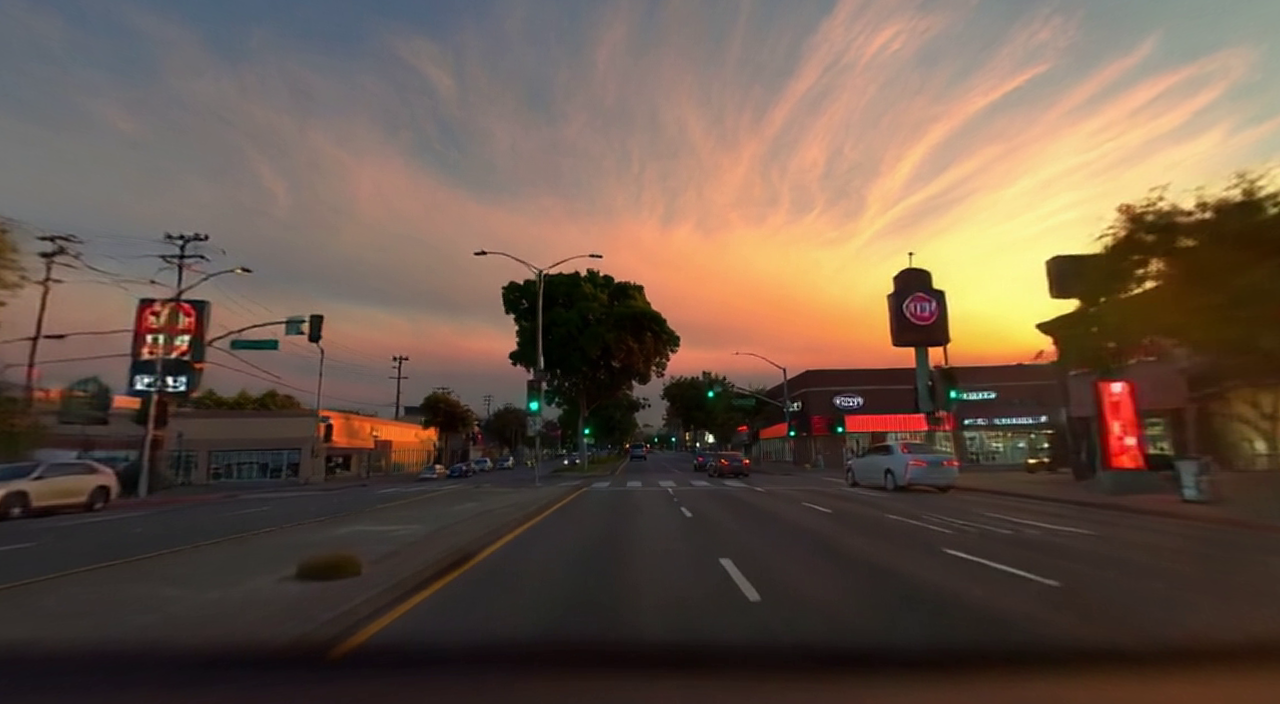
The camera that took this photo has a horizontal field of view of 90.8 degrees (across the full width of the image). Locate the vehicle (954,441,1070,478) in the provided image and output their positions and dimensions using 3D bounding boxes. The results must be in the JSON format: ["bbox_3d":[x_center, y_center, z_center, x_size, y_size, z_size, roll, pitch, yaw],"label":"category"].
[{"bbox_3d":[19.169,5.525,32.680,4.680,1.792,1.994,0,-8,-1],"label":"vehicle"}]

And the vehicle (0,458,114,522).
[{"bbox_3d":[-18.194,3.946,18.368,1.882,1.645,4.511,0,-8,-1],"label":"vehicle"}]

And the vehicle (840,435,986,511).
[{"bbox_3d":[6.852,3.058,16.497,1.974,1.679,4.611,-1,-9,3],"label":"vehicle"}]

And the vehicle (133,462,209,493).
[{"bbox_3d":[-26.342,7.068,35.526,2.803,1.565,1.715,-2,-13,-1],"label":"vehicle"}]
